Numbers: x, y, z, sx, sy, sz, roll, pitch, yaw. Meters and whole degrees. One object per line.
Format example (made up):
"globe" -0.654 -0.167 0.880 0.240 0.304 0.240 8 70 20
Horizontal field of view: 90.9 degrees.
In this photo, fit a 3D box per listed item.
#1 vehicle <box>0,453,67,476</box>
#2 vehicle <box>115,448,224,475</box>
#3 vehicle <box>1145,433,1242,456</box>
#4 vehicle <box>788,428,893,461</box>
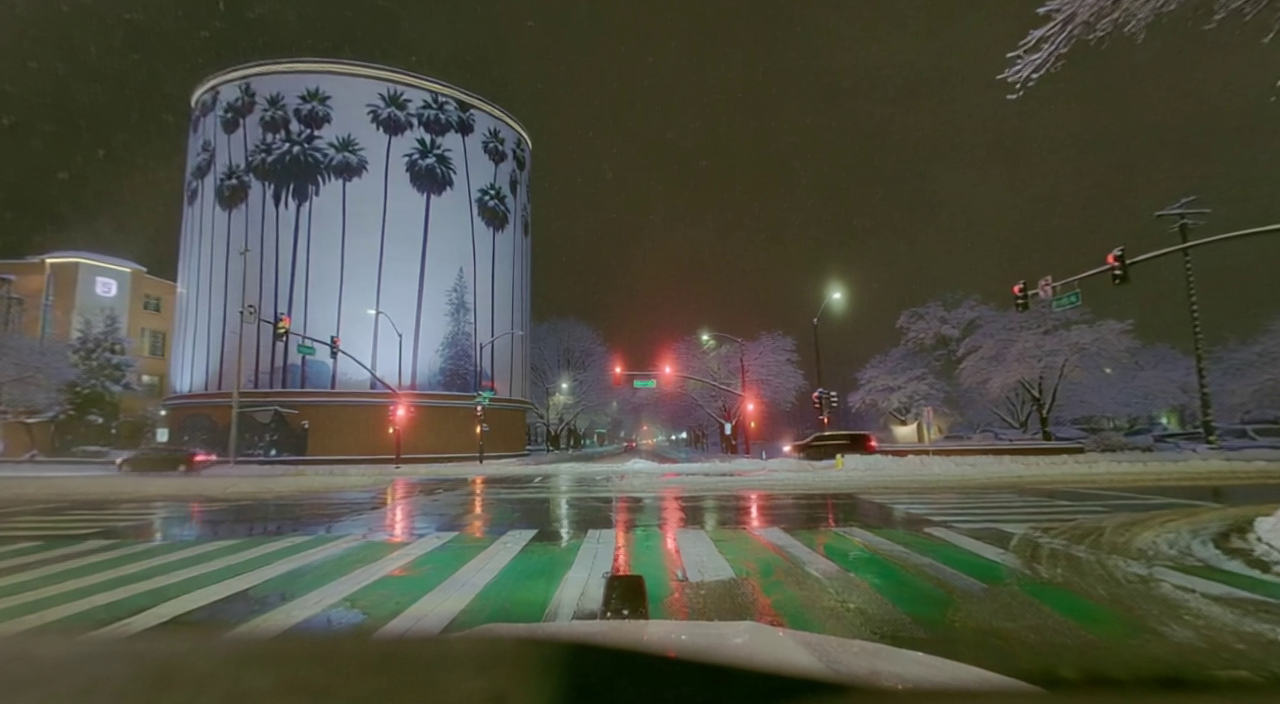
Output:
"vehicle" -41.619 7.613 42.782 3.698 1.508 1.779 0 -8 1
"vehicle" -27.500 6.399 36.944 4.893 1.458 1.791 0 -8 -2
"vehicle" 36.161 6.033 41.242 4.606 1.449 1.687 0 -8 2
"vehicle" 11.720 5.474 37.171 5.477 1.880 2.125 0 -8 1
